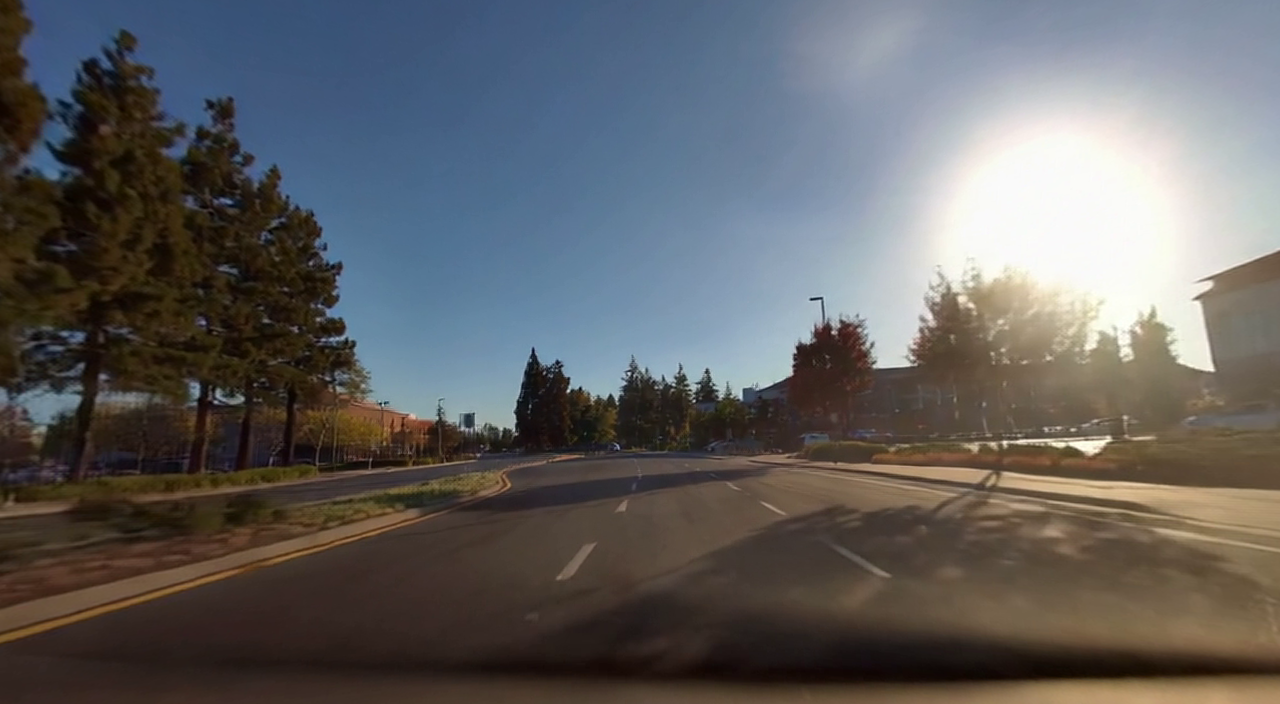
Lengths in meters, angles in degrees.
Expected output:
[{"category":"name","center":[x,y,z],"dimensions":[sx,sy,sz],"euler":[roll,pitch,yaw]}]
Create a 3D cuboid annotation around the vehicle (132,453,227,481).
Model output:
[{"category":"vehicle","center":[-34.942,8.714,47.915],"dimensions":[2.510,1.873,5.815],"euler":[-1,-9,6]}]
